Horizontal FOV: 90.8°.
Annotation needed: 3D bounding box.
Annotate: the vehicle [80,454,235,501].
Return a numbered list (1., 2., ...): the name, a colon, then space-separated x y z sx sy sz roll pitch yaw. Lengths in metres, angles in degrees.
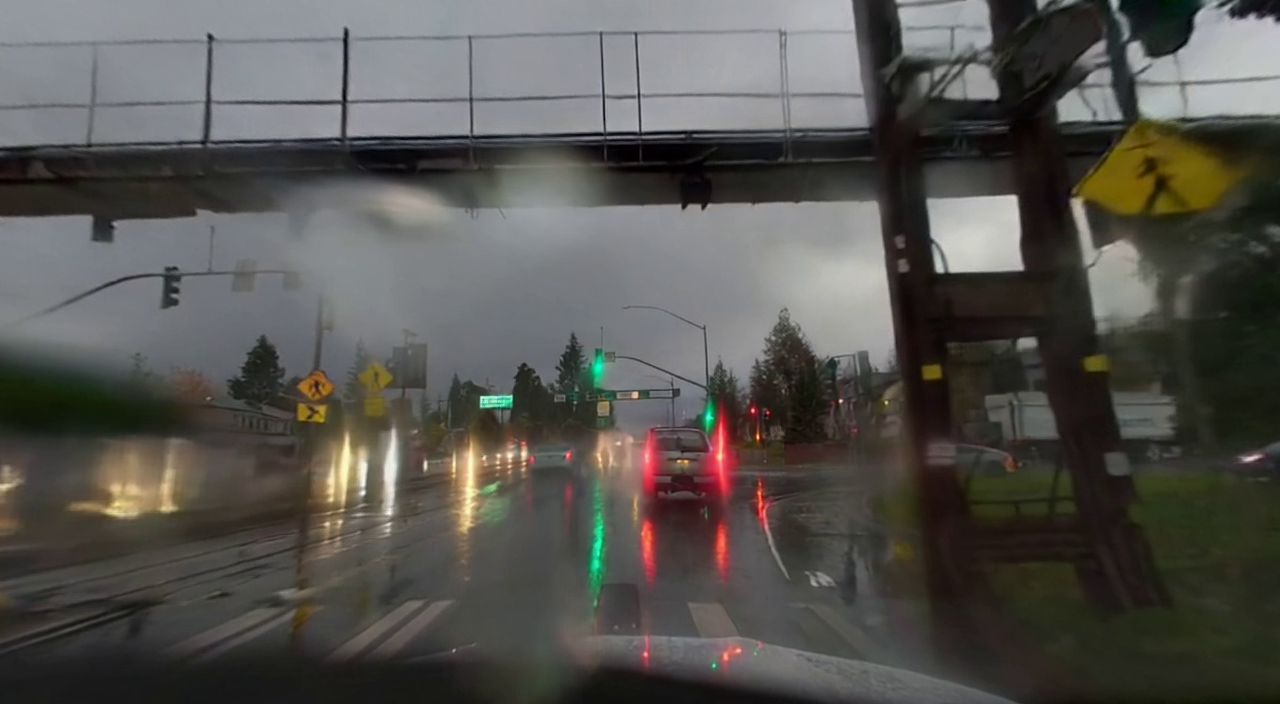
1. vehicle: -16.986 4.397 22.615 1.964 1.465 4.638 0 -9 -1

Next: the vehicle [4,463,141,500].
1. vehicle: -25.002 5.678 27.882 4.688 1.448 2.028 -2 -9 13

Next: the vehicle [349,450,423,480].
1. vehicle: -13.271 5.922 33.402 2.027 1.482 4.711 0 -9 -1

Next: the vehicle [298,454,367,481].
1. vehicle: -17.203 6.460 35.581 1.880 1.377 4.201 0 -9 -1

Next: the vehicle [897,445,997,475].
1. vehicle: 16.341 5.724 33.689 4.412 1.494 2.136 3 -9 -15

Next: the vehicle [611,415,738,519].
1. vehicle: 0.929 2.579 14.617 2.404 1.926 5.251 -1 -9 6

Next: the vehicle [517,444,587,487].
1. vehicle: -3.234 4.286 24.227 2.004 1.482 4.799 0 -9 0
